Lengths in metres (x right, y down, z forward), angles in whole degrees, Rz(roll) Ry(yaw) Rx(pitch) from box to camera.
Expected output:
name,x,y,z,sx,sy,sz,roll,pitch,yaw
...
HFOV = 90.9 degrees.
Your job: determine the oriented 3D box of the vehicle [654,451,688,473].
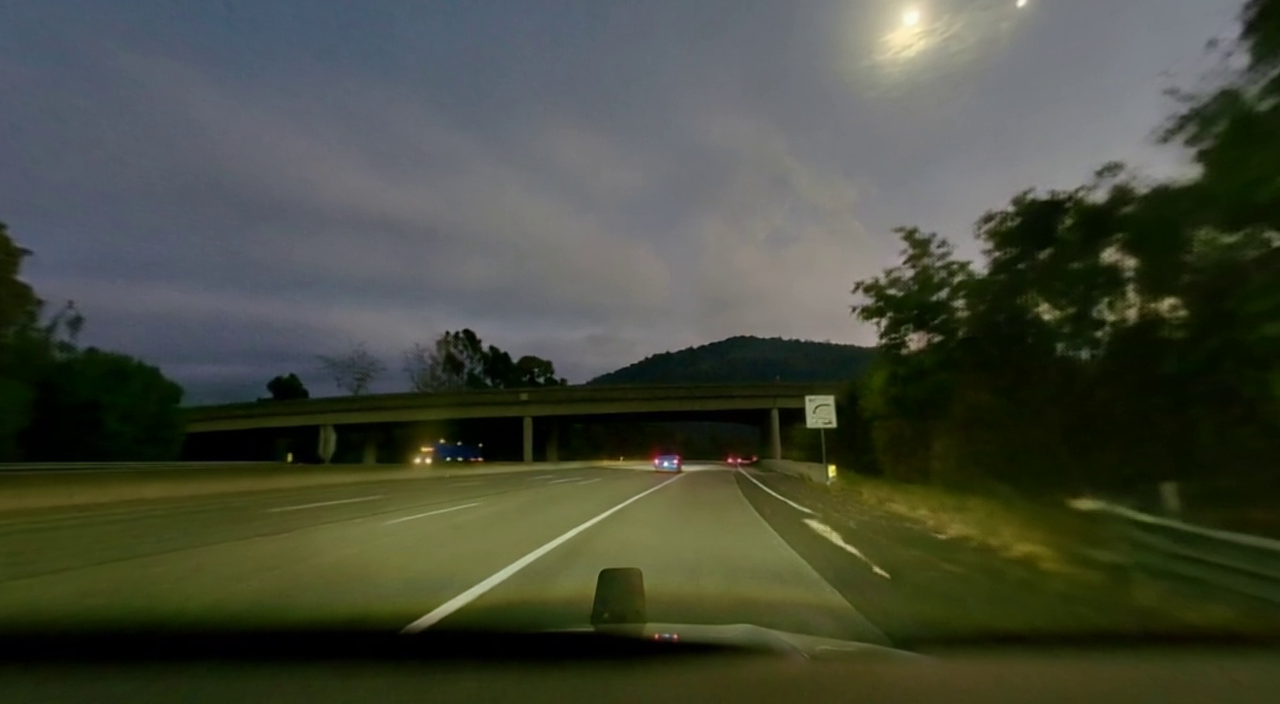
name,x,y,z,sx,sy,sz,roll,pitch,yaw
vehicle,2.178,7.511,43.188,1.940,1.444,4.024,-2,-9,9
